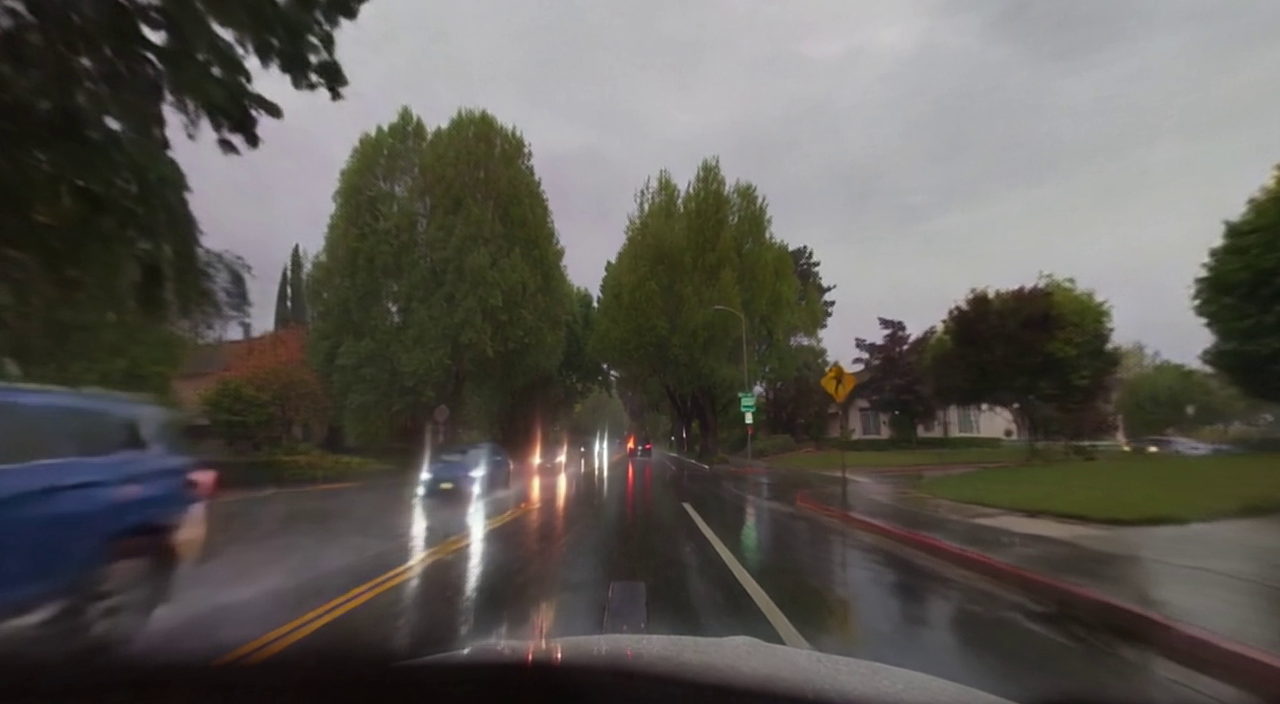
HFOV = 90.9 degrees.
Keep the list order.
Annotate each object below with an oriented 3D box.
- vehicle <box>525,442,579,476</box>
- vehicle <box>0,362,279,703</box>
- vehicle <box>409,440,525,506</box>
[{"bbox_3d":[-4.235,5.201,30.948,1.979,1.532,4.212,0,-8,0],"label":"vehicle"},{"bbox_3d":[-4.400,0.970,3.321,2.134,1.821,4.719,0,-8,0],"label":"vehicle"},{"bbox_3d":[-4.402,3.123,16.769,1.862,1.491,4.266,0,-8,0],"label":"vehicle"}]
